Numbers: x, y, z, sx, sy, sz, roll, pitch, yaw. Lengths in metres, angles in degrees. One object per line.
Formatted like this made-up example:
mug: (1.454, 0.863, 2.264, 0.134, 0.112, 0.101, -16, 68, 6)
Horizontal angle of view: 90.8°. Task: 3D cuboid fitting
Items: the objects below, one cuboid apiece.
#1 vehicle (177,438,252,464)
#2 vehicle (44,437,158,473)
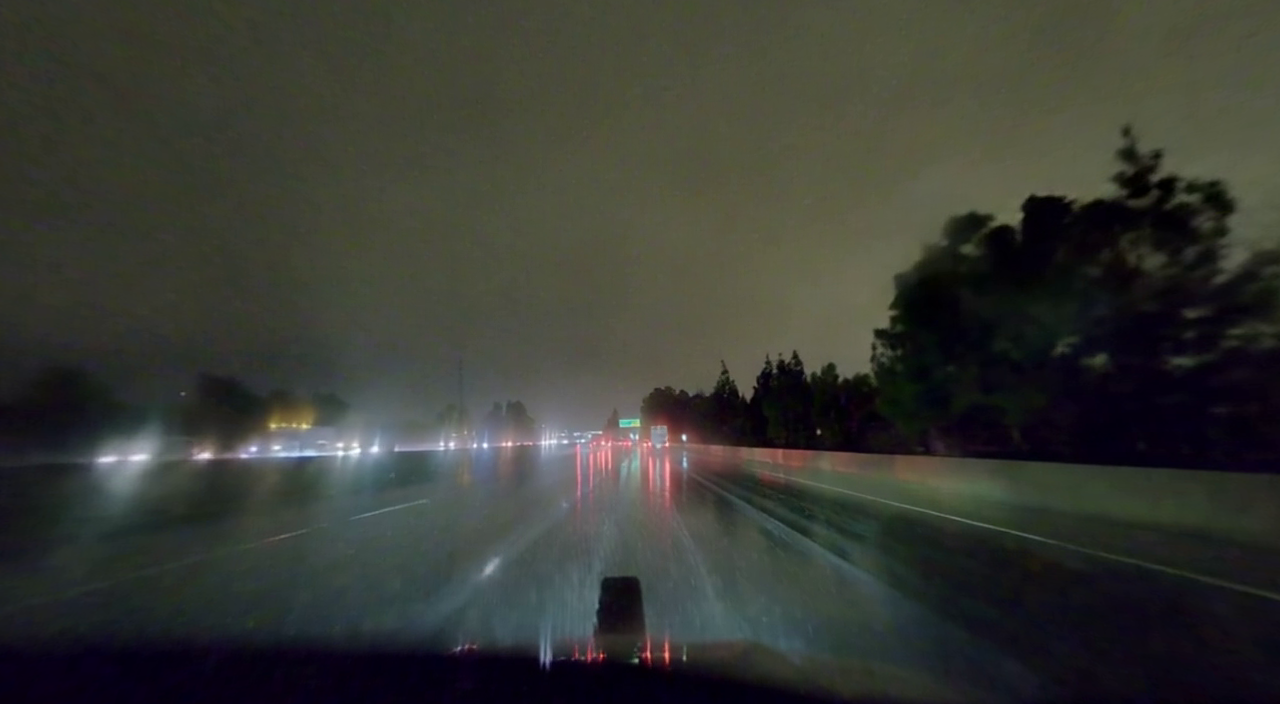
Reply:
vehicle: (-31.634, 7.382, 47.129, 2.058, 1.790, 5.148, 0, -8, 0)
vehicle: (-27.904, 5.335, 32.915, 1.934, 1.678, 4.559, 0, -8, 0)
